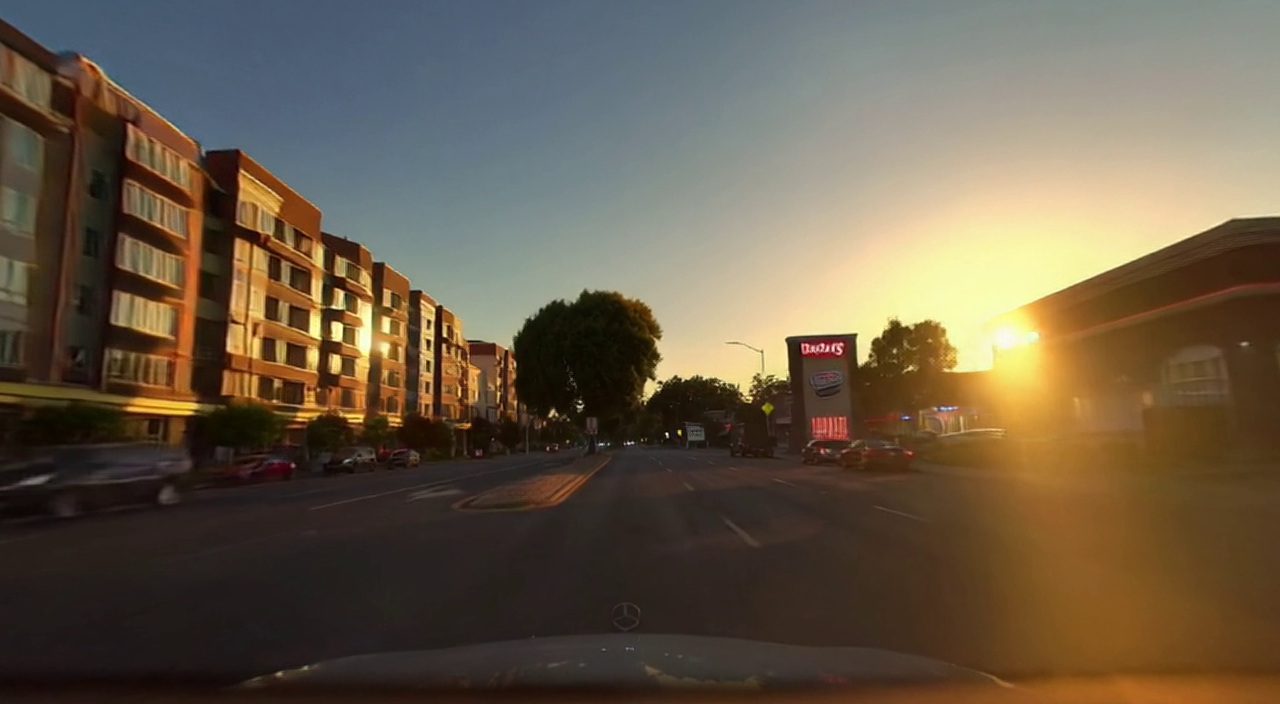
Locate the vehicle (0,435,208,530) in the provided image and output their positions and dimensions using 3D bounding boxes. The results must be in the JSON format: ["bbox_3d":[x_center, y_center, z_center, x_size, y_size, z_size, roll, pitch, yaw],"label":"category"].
[{"bbox_3d":[-12.295,2.758,13.995,2.262,1.732,4.501,0,-8,-1],"label":"vehicle"}]

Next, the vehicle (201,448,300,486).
[{"bbox_3d":[-19.222,5.667,31.440,2.167,1.700,4.406,-1,-9,-2],"label":"vehicle"}]

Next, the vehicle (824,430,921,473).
[{"bbox_3d":[9.972,4.298,27.595,2.183,1.698,5.010,1,-8,-2],"label":"vehicle"}]

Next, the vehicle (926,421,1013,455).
[{"bbox_3d":[19.210,5.090,37.205,2.067,1.804,5.183,0,-8,-3],"label":"vehicle"}]

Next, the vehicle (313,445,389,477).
[{"bbox_3d":[-19.244,7.226,42.406,2.247,1.820,5.907,-4,-9,1],"label":"vehicle"}]
